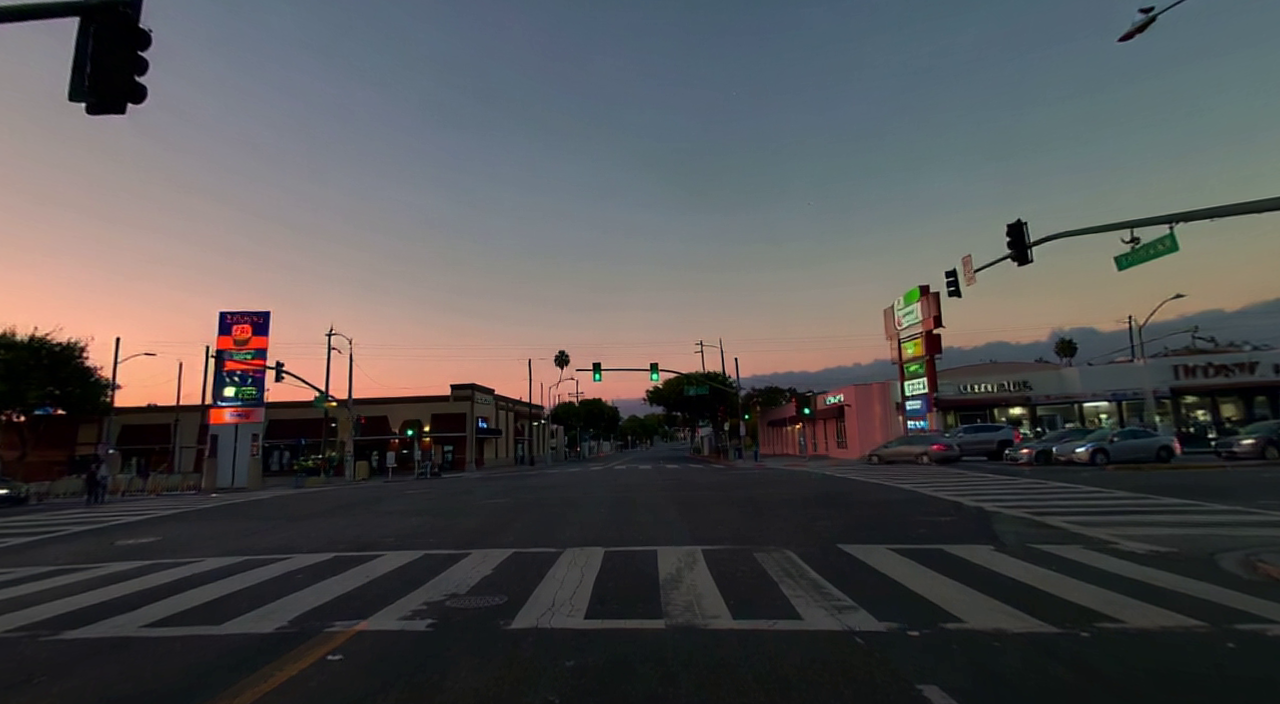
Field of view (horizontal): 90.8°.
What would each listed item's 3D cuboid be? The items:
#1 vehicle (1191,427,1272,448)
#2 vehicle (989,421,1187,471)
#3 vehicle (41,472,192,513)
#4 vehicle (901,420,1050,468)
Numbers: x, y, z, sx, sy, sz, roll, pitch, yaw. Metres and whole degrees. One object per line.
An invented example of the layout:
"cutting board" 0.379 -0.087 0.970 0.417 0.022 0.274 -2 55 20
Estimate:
"vehicle" 42.045 6.065 44.900 4.347 1.446 1.777 1 -9 -9
"vehicle" 14.356 3.086 20.633 4.835 1.487 1.913 -3 -9 20
"vehicle" -21.164 5.672 25.644 4.676 1.463 1.909 -1 -8 6
"vehicle" 13.020 3.644 24.943 4.916 1.730 1.986 -4 -9 21
